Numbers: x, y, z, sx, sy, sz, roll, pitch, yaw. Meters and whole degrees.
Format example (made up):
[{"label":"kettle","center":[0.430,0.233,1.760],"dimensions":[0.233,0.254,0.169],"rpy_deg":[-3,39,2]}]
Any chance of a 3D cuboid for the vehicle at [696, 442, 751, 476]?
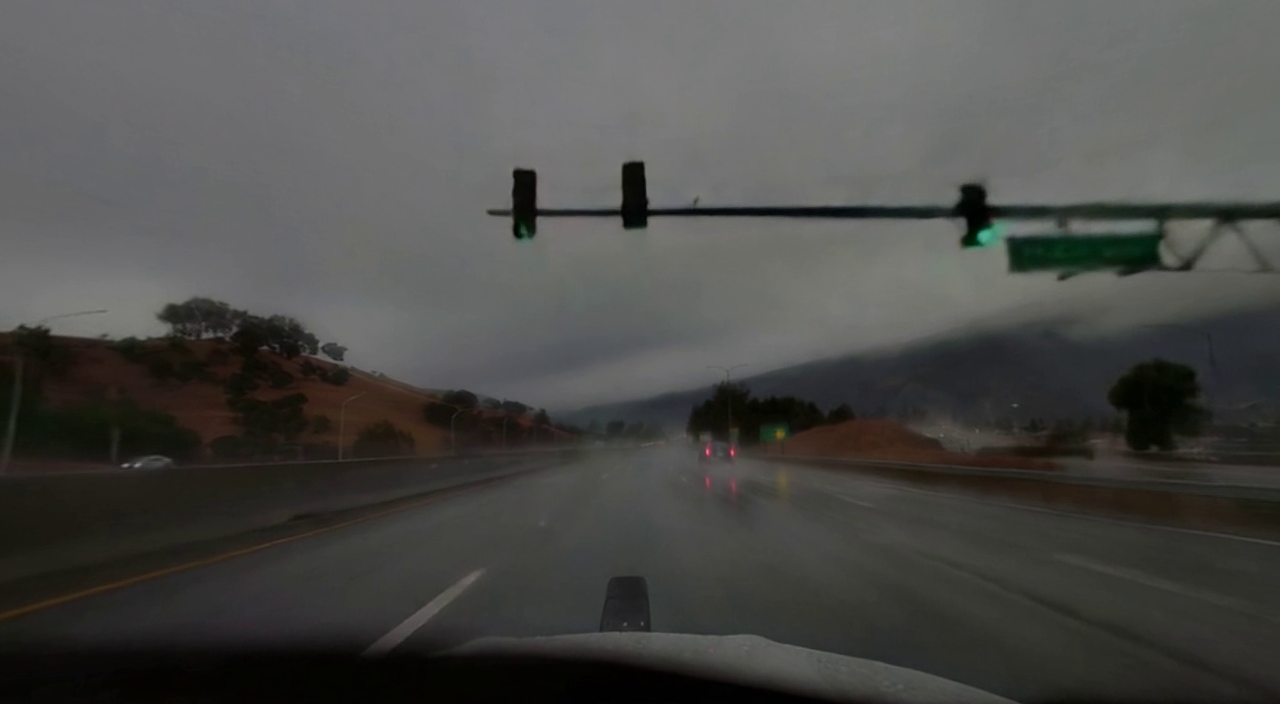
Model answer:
[{"label":"vehicle","center":[3.820,4.989,29.596],"dimensions":[1.916,1.469,4.481],"rpy_deg":[0,-8,-1]}]
